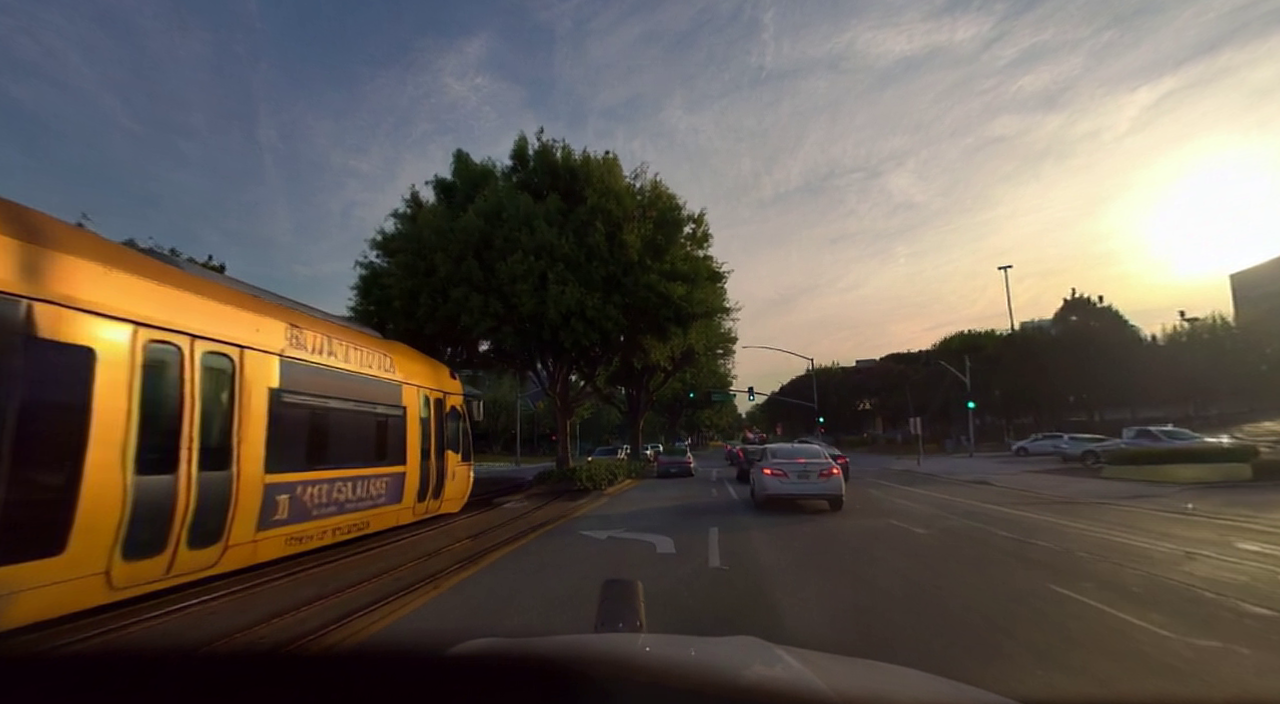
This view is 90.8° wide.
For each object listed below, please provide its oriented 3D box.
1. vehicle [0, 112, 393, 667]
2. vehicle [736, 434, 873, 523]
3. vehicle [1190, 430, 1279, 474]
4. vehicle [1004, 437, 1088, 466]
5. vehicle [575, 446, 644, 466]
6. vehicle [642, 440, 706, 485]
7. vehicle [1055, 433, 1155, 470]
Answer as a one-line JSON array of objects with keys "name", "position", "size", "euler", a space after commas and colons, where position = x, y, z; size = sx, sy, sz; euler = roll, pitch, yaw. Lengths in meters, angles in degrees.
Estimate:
[{"name": "vehicle", "position": [-5.925, 0.036, 2.790], "size": [2.897, 3.700, 13.528], "euler": [-1, -8, 6]}, {"name": "vehicle", "position": [3.112, 2.481, 12.925], "size": [2.002, 1.471, 4.337], "euler": [-1, -9, 5]}, {"name": "vehicle", "position": [22.607, 3.583, 22.712], "size": [1.825, 1.462, 4.764], "euler": [-2, -9, 8]}, {"name": "vehicle", "position": [21.424, 5.288, 33.586], "size": [1.796, 1.434, 4.504], "euler": [-1, -9, 6]}, {"name": "vehicle", "position": [-2.295, 7.844, 47.727], "size": [4.941, 1.473, 1.885], "euler": [-1, -9, 7]}, {"name": "vehicle", "position": [1.345, 4.054, 23.365], "size": [2.118, 1.478, 4.076], "euler": [-1, -9, 6]}, {"name": "vehicle", "position": [20.916, 4.490, 28.629], "size": [1.831, 1.545, 3.872], "euler": [-1, -9, 6]}]
